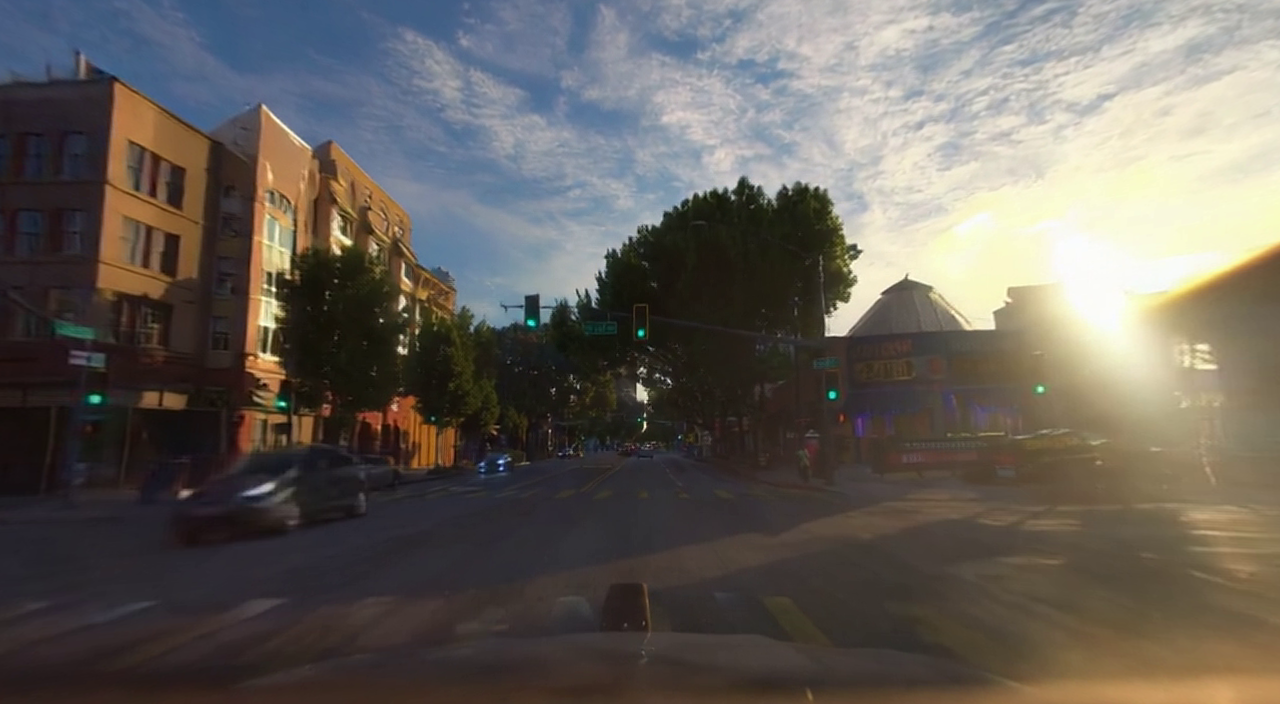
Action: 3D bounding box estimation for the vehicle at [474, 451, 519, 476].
[{"bbox_3d":[-9.161,7.105,40.548,1.913,1.457,4.048,0,-8,1],"label":"vehicle"}]

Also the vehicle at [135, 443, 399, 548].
[{"bbox_3d":[-6.184,2.368,11.235,2.007,1.478,4.328,0,-8,1],"label":"vehicle"}]

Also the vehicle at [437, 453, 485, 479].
[{"bbox_3d":[-12.166,7.766,43.093,1.960,1.554,4.050,-2,-8,2],"label":"vehicle"}]
